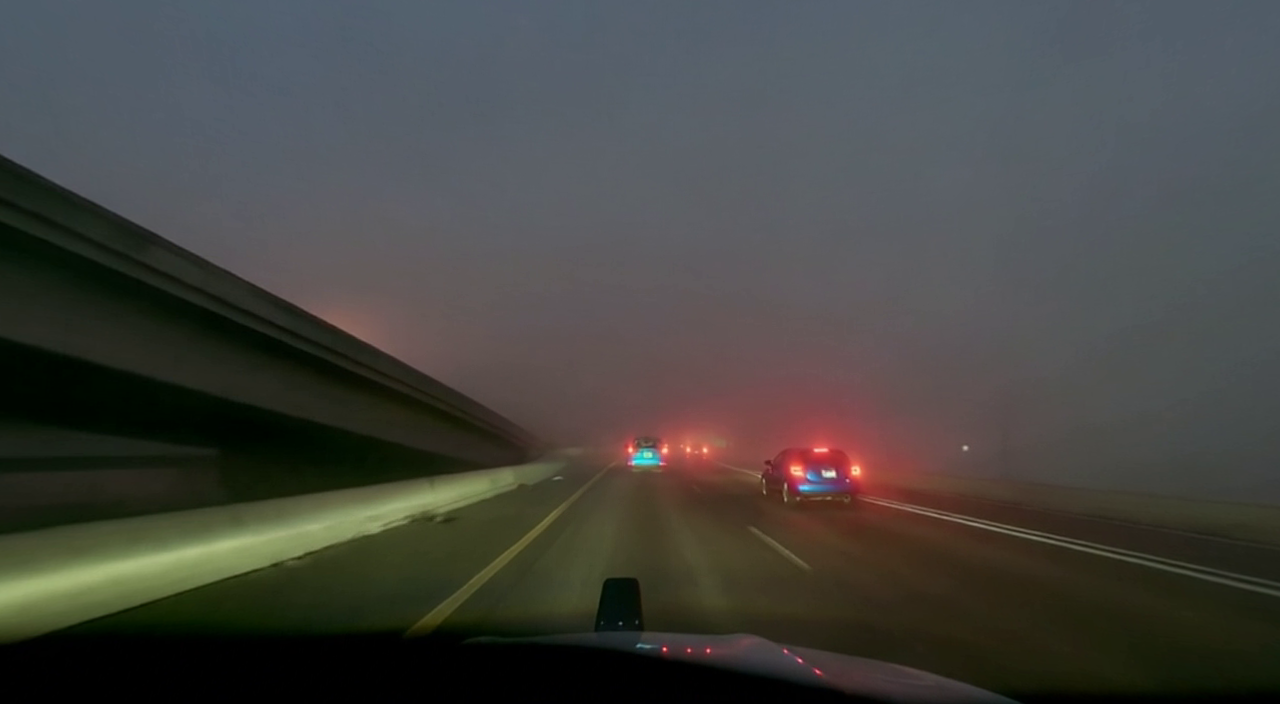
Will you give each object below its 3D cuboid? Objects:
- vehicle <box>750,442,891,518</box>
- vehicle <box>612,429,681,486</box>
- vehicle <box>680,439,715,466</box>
[{"bbox_3d":[3.987,2.870,14.693,2.047,1.500,4.017,0,-9,-1],"label":"vehicle"},{"bbox_3d":[0.211,3.790,22.968,2.264,1.841,4.583,0,-8,0],"label":"vehicle"},{"bbox_3d":[3.824,6.771,42.569,2.047,1.700,4.069,0,-8,0],"label":"vehicle"}]
